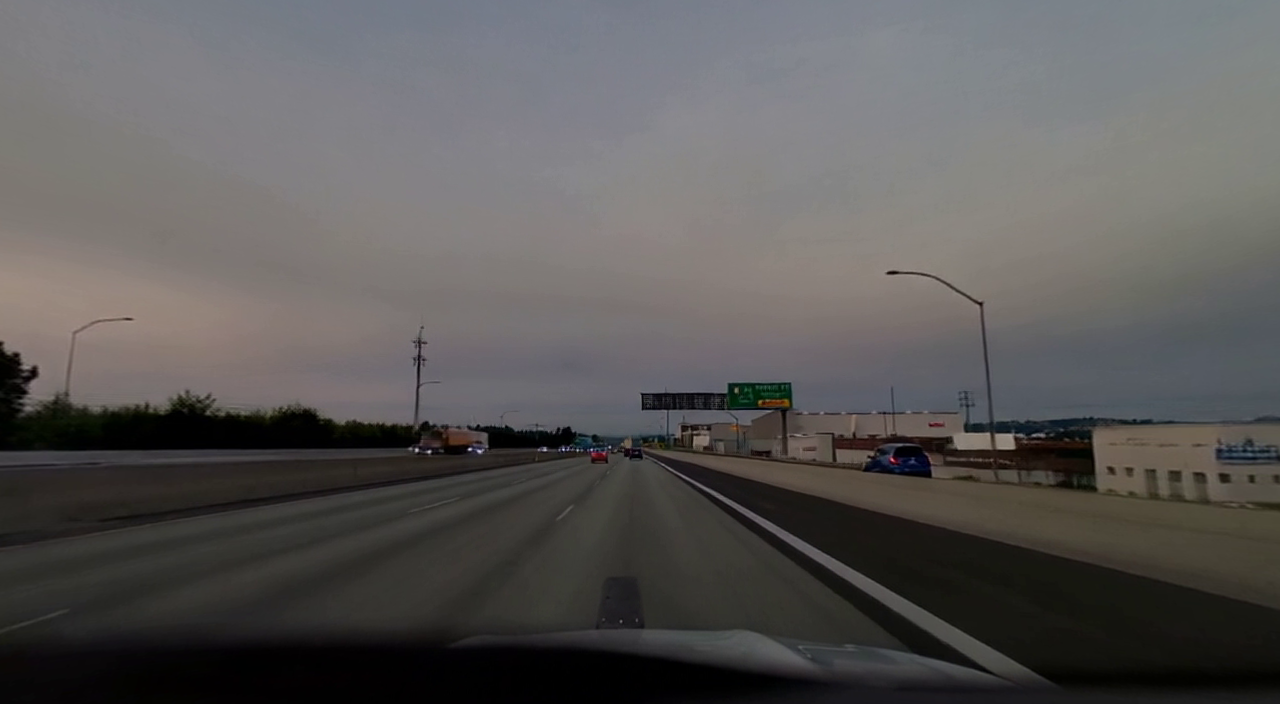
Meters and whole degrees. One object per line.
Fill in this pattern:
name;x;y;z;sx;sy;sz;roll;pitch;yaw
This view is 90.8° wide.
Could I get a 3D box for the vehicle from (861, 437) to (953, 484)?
vehicle;14.330;5.877;34.307;2.411;2.326;5.300;0;-9;-3
